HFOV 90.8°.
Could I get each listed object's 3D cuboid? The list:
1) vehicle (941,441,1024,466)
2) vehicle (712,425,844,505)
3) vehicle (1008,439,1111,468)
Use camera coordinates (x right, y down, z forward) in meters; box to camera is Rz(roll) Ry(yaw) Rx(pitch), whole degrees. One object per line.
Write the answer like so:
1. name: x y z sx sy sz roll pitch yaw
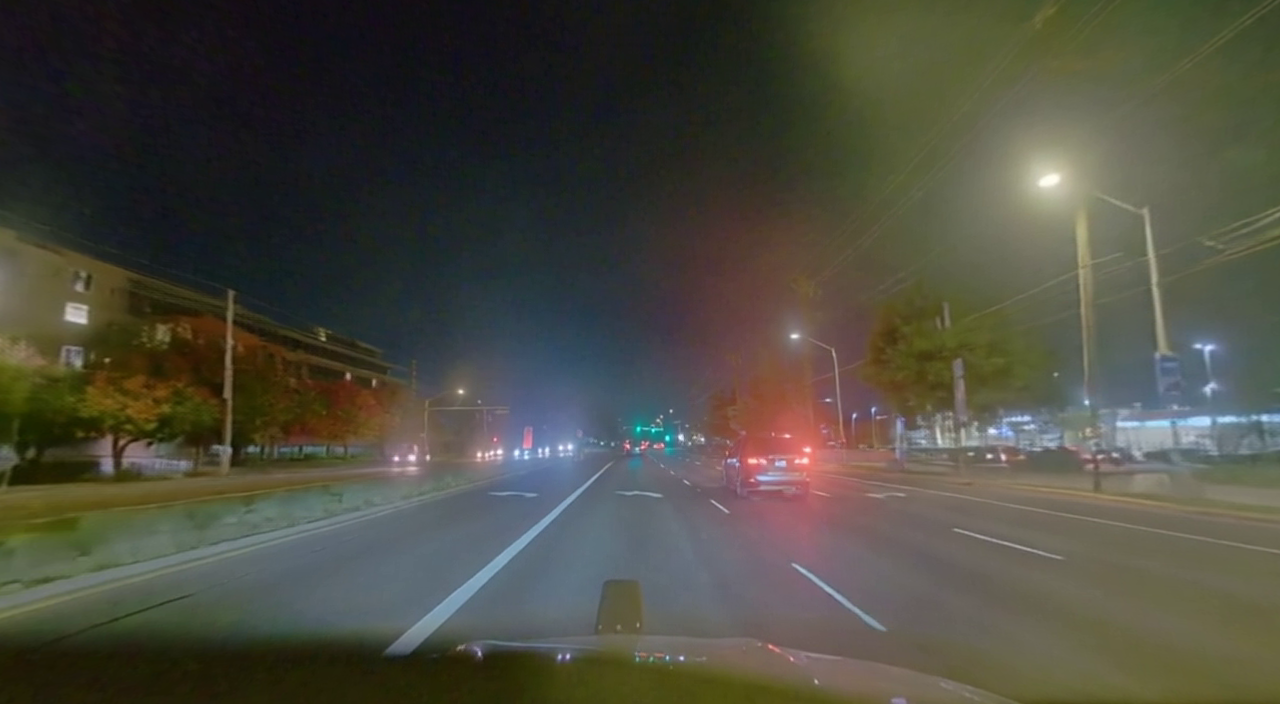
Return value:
1. vehicle: 24.852 7.375 46.011 4.798 1.699 2.039 0 -9 1
2. vehicle: 3.209 2.738 15.684 2.128 1.699 4.222 0 -9 -3
3. vehicle: 24.641 5.982 37.217 4.599 1.647 1.924 0 -9 1
